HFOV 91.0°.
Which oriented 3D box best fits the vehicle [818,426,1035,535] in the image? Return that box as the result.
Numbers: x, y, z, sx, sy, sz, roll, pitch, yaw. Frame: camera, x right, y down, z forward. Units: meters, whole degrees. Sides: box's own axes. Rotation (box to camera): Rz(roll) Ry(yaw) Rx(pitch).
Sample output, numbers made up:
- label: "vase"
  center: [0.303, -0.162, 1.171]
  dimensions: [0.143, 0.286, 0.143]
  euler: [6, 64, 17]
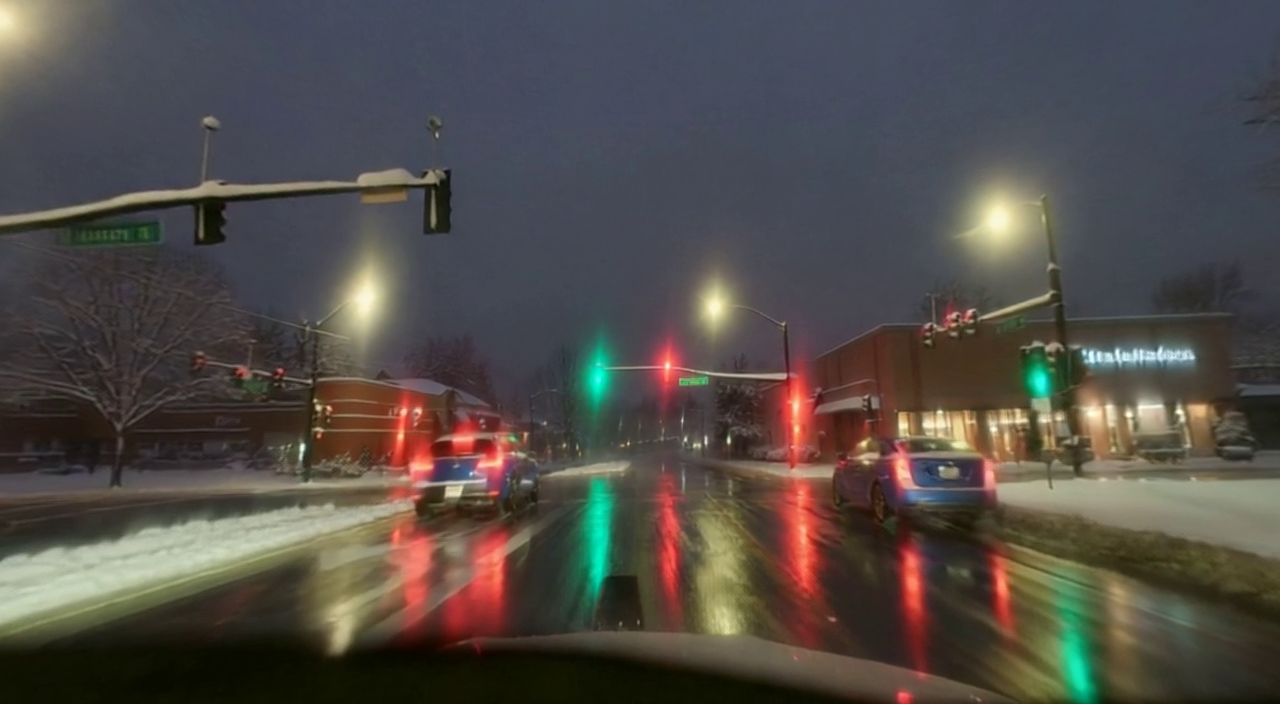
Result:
- label: "vehicle"
  center: [5.039, 2.314, 11.965]
  dimensions: [2.039, 1.655, 4.495]
  euler: [0, -9, 1]

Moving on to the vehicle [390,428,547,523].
- label: "vehicle"
  center: [-3.284, 2.457, 13.040]
  dimensions: [1.947, 1.627, 4.248]
  euler: [0, -9, 1]
